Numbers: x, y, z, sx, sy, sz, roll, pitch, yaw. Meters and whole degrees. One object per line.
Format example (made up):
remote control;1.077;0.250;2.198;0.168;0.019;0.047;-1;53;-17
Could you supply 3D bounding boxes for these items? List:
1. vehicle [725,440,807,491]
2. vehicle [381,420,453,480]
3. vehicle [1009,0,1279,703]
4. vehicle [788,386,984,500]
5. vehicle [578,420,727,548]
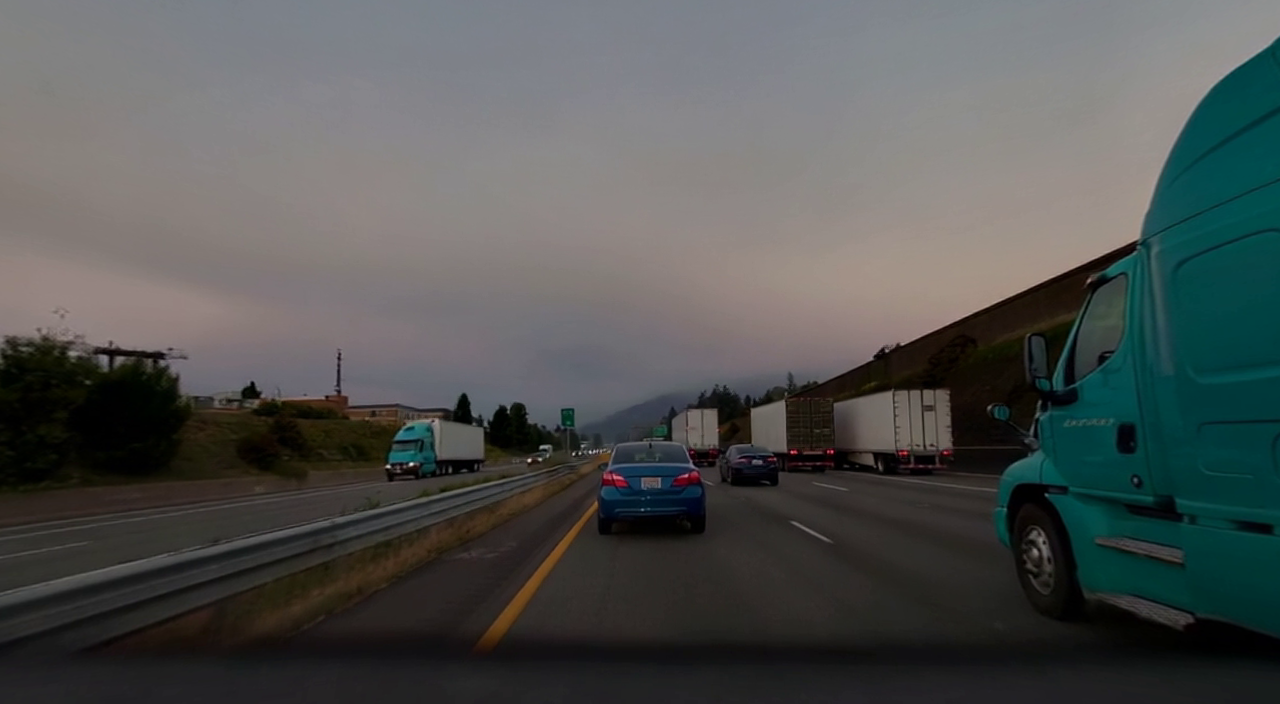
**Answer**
vehicle;4.101;3.748;21.017;1.859;1.512;3.711;0;-9;-1
vehicle;-15.999;7.064;45.440;3.025;3.994;5.884;0;-9;-1
vehicle;4.256;-0.218;1.448;2.987;3.877;5.881;0;-9;0
vehicle;8.211;3.370;23.080;2.799;3.188;10.578;0;-9;-1
vehicle;0.189;2.013;10.081;1.965;1.664;3.428;-1;-9;1
